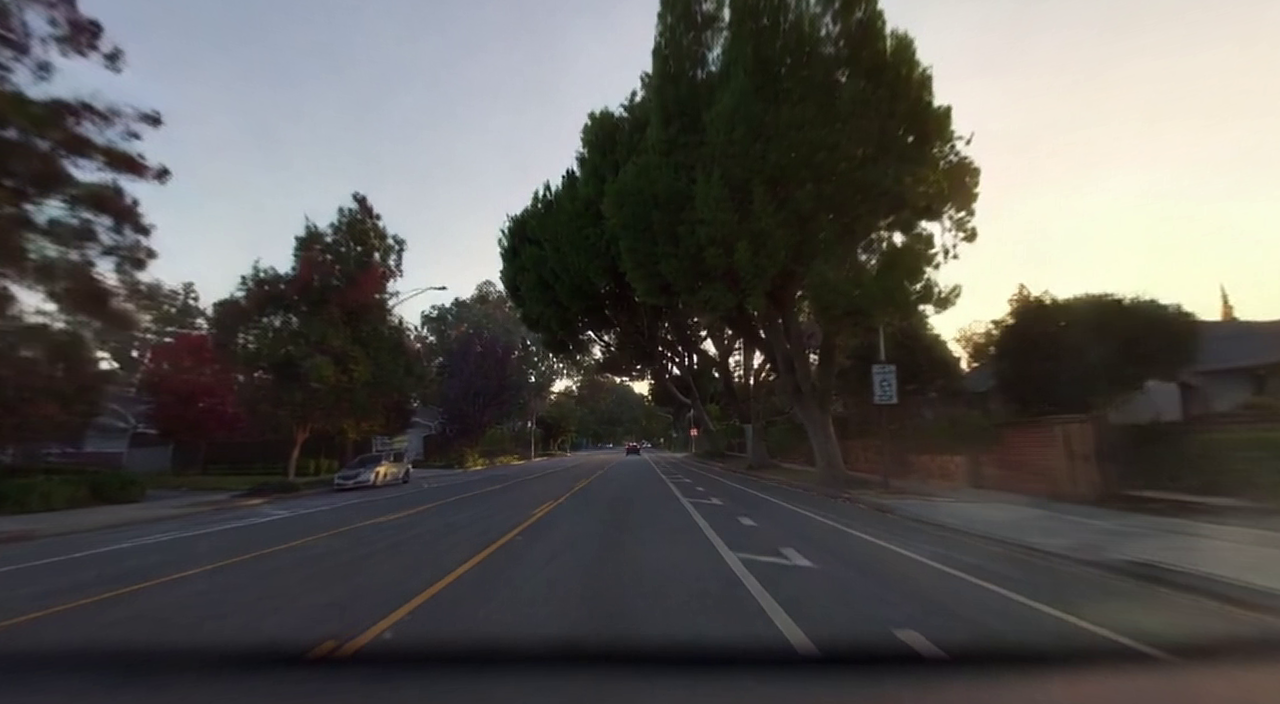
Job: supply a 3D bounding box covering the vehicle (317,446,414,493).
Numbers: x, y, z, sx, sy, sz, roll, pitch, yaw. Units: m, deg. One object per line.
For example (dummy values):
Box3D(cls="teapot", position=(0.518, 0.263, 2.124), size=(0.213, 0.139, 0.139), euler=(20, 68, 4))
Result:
Box3D(cls="vehicle", position=(-11.615, 5.002, 27.142), size=(2.047, 1.710, 4.473), euler=(-3, -9, 2))
